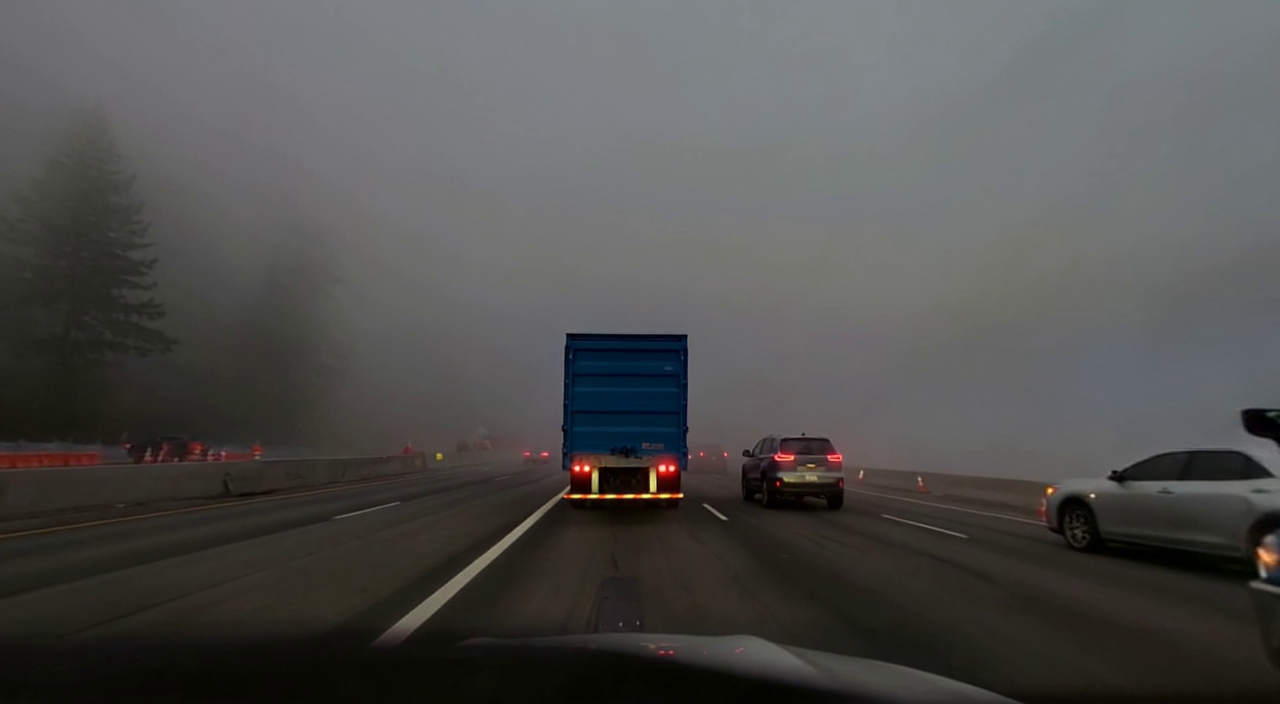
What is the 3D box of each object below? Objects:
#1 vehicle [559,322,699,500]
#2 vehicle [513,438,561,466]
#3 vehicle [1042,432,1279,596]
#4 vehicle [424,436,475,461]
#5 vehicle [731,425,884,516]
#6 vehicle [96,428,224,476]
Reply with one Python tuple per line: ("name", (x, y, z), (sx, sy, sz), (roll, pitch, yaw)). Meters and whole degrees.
("vehicle", (-0.437, 2.045, 19.127), (3.067, 3.940, 10.154), (1, -9, -2))
("vehicle", (-5.971, 5.862, 37.048), (2.014, 1.477, 4.595), (0, -9, 0))
("vehicle", (7.406, 1.747, 7.059), (2.070, 1.632, 4.774), (2, -9, -11))
("vehicle", (-14.271, 7.255, 47.581), (2.054, 1.708, 4.663), (2, -8, 4))
("vehicle", (3.504, 2.574, 14.142), (2.103, 1.713, 4.173), (1, -9, -3))
("vehicle", (-21.587, 4.465, 28.367), (4.632, 1.852, 2.033), (0, -8, 16))
